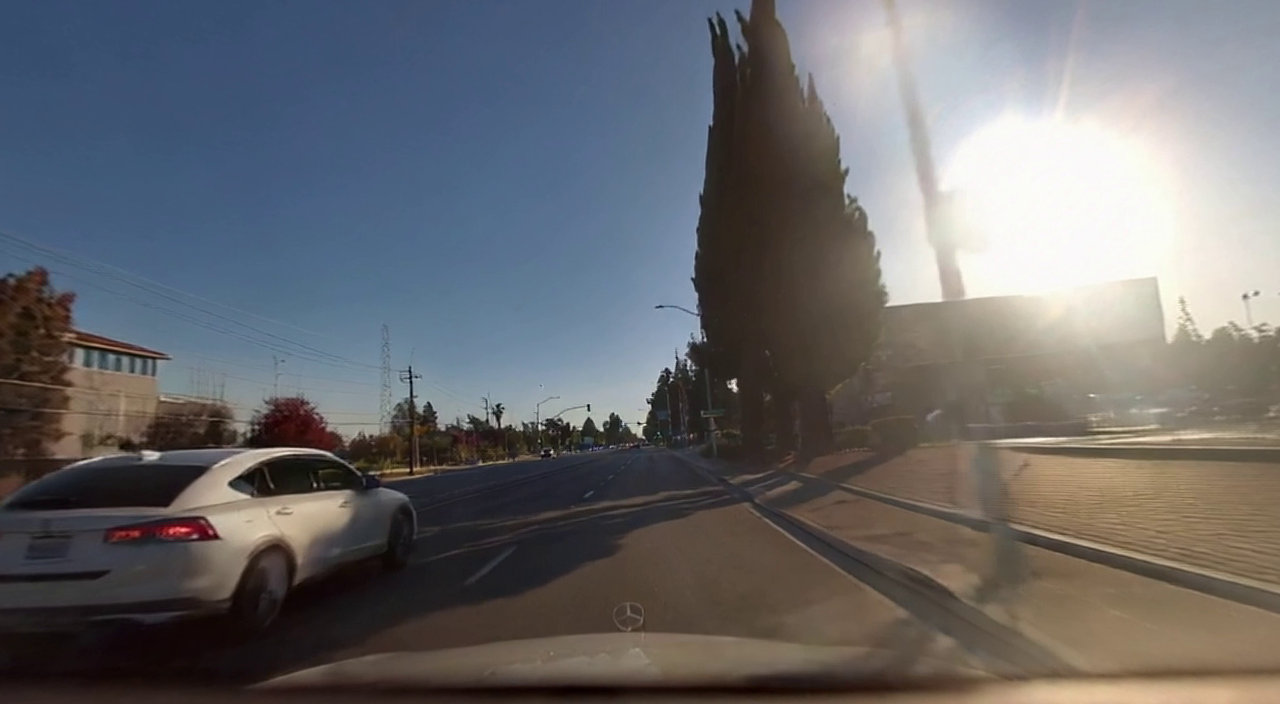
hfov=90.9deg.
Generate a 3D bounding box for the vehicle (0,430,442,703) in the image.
[{"bbox_3d":[-3.474,1.470,5.389,1.972,1.490,4.591,0,-8,1],"label":"vehicle"}]
